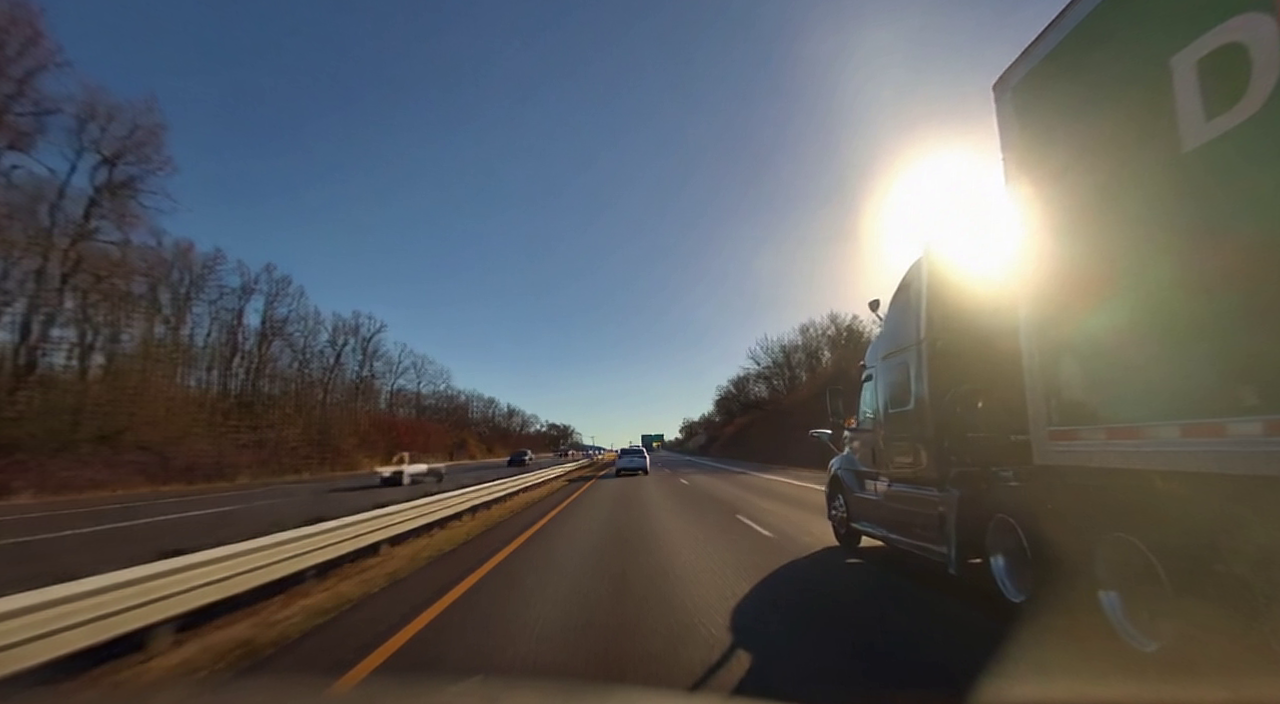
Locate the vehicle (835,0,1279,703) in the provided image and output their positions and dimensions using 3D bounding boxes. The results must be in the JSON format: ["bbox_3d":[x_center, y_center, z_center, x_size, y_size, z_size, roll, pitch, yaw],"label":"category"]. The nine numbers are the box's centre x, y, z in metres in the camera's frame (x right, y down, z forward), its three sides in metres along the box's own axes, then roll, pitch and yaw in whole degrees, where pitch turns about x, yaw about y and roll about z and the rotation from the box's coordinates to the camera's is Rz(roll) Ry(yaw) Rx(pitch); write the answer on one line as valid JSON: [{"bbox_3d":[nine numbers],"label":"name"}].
[{"bbox_3d":[4.401,-0.575,1.254,3.317,4.020,14.141,0,-9,-1],"label":"vehicle"}]

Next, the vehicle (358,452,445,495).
[{"bbox_3d":[-9.245,4.705,24.639,1.855,1.512,3.940,-1,-9,0],"label":"vehicle"}]

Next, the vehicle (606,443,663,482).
[{"bbox_3d":[-0.242,4.712,26.899,2.244,1.506,4.097,0,-9,-1],"label":"vehicle"}]
